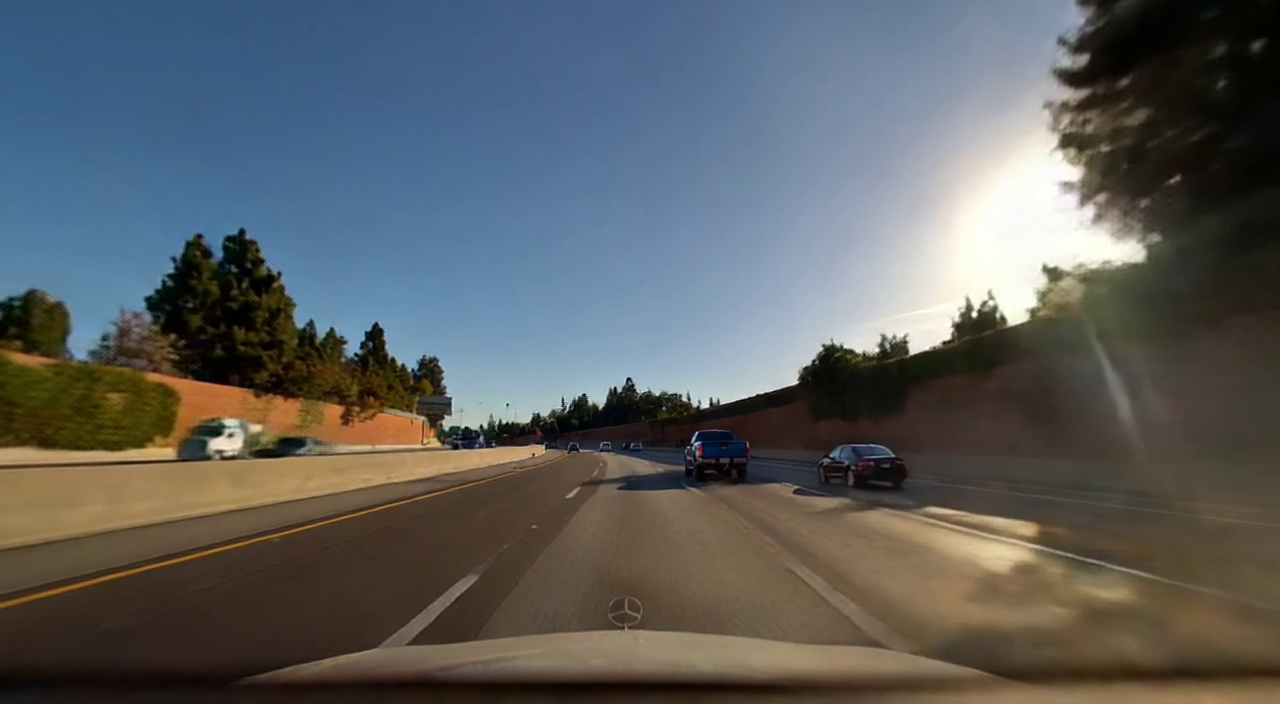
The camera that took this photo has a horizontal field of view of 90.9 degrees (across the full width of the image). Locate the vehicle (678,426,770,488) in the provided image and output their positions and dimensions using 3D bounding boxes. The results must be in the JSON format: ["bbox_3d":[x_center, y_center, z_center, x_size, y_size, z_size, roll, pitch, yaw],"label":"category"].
[{"bbox_3d":[2.854,3.752,22.901,2.374,1.952,5.431,0,-8,-2],"label":"vehicle"}]

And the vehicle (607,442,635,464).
[{"bbox_3d":[-1.561,7.929,49.678,2.050,1.607,3.821,0,-8,-4],"label":"vehicle"}]

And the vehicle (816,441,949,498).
[{"bbox_3d":[7.177,3.488,19.355,1.976,1.485,4.925,0,-8,-2],"label":"vehicle"}]

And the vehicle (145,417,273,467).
[{"bbox_3d":[-22.039,4.670,32.724,2.433,2.292,6.266,0,-8,-3],"label":"vehicle"}]
